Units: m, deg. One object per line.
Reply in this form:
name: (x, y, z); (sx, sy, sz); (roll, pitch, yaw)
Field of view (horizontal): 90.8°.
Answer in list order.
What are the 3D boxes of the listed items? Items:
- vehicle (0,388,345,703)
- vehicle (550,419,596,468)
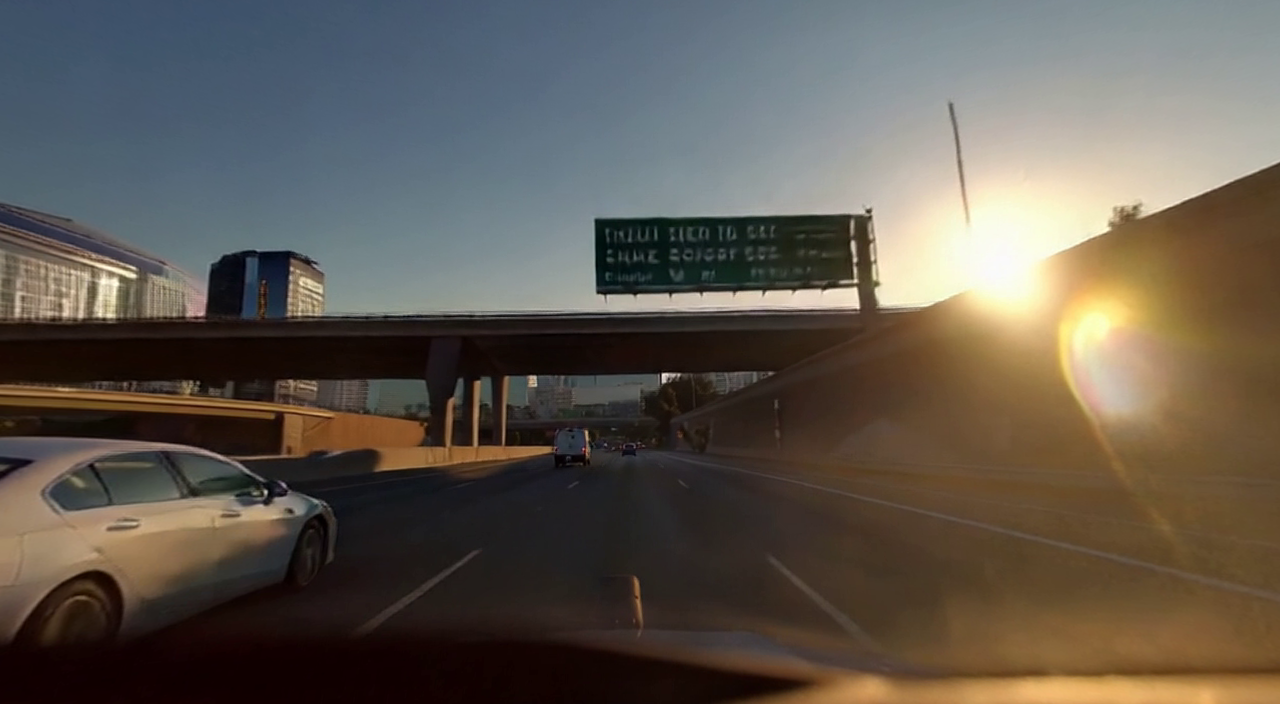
vehicle: (-3.828, 1.066, 3.607); (2.025, 1.556, 4.594); (0, -8, 0)
vehicle: (-4.301, 6.066, 41.721); (2.364, 2.953, 6.732); (0, -8, -1)
